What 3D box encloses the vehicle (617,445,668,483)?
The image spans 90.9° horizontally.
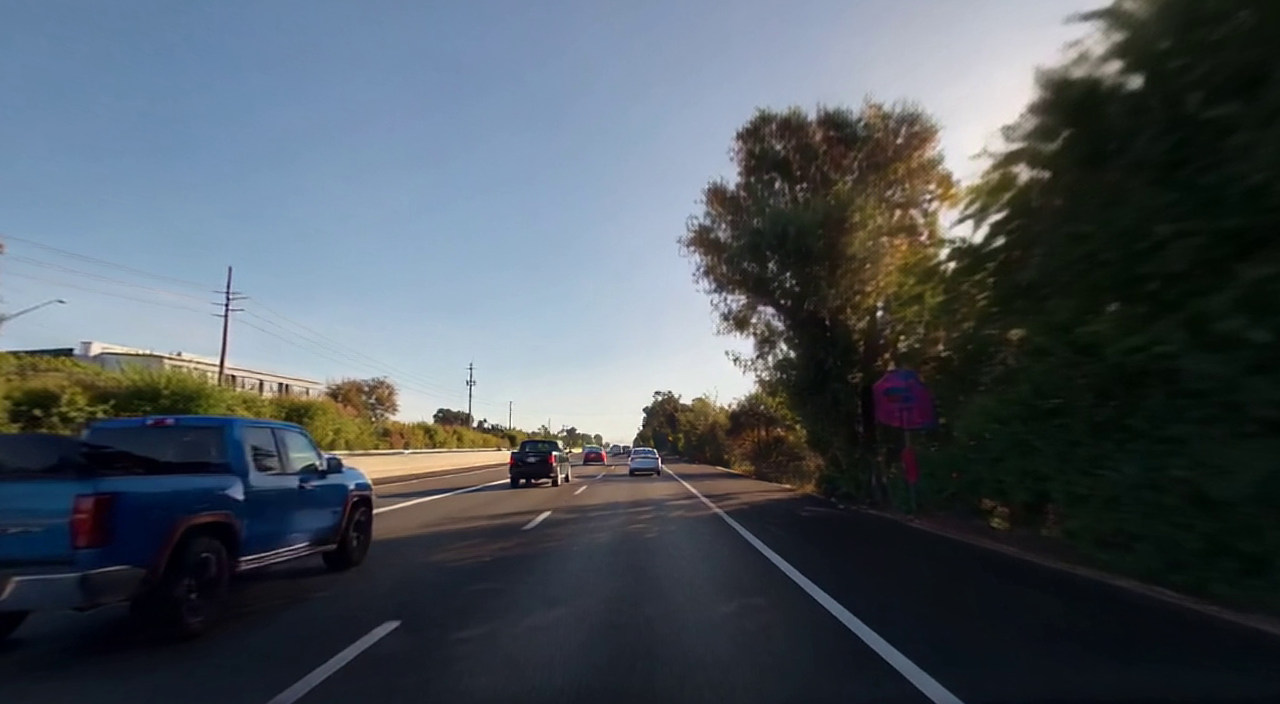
[{"bbox_3d":[0.081,4.754,27.137,2.047,1.473,3.978,0,-8,0],"label":"vehicle"}]

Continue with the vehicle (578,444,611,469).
[{"bbox_3d":[-3.310,7.680,46.457,1.993,1.717,4.321,-1,-8,2],"label":"vehicle"}]

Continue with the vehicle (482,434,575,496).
[{"bbox_3d":[-3.512,3.661,20.888,2.133,1.789,4.518,-1,-8,2],"label":"vehicle"}]

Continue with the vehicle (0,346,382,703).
[{"bbox_3d":[-4.216,1.176,4.851,2.198,1.848,5.346,0,-8,0],"label":"vehicle"}]

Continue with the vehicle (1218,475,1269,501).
[{"bbox_3d":[39.777,8.913,41.524,4.203,1.418,1.942,8,-12,-42],"label":"vehicle"}]
